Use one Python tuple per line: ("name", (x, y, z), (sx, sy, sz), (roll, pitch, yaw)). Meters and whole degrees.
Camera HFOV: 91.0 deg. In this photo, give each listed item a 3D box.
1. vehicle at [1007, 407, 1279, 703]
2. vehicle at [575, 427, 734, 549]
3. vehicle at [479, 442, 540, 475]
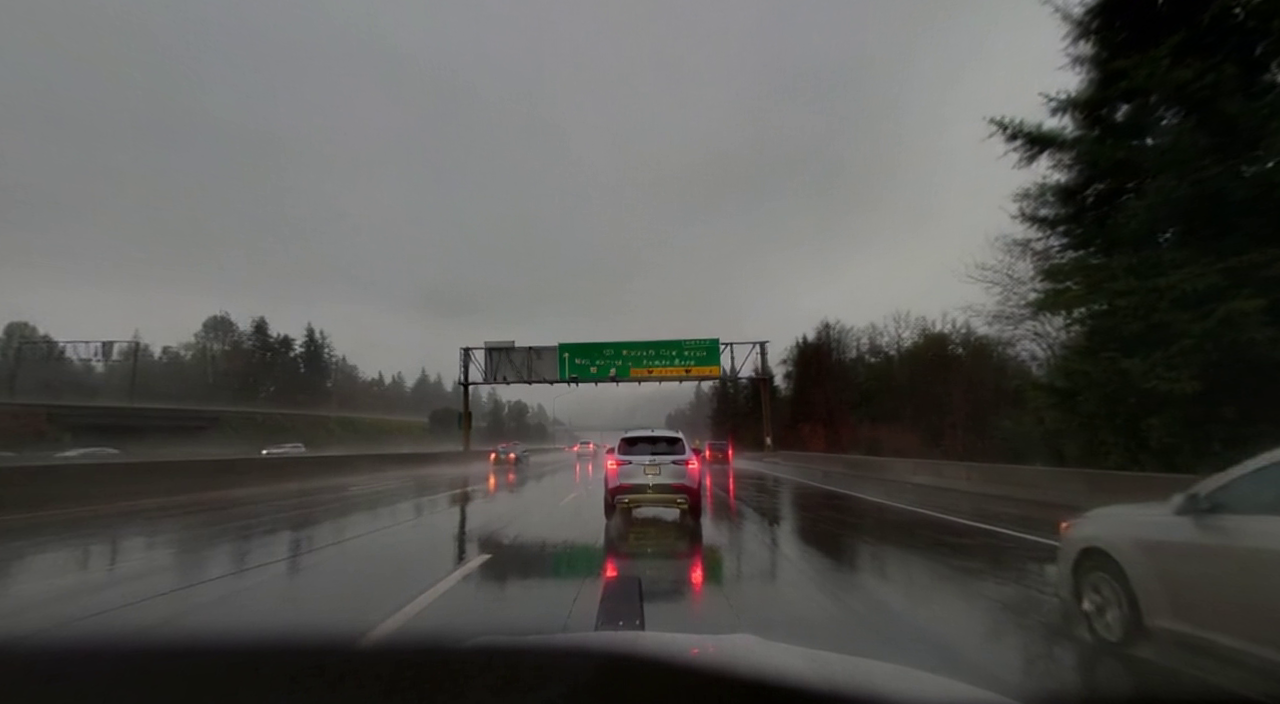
("vehicle", (3.998, 0.983, 2.737), (2.002, 1.499, 4.710), (0, -9, 1))
("vehicle", (0.187, 2.044, 10.082), (2.044, 1.554, 3.824), (0, -9, 0))
("vehicle", (-6.681, 5.508, 32.707), (2.035, 1.558, 4.773), (0, -9, 1))
